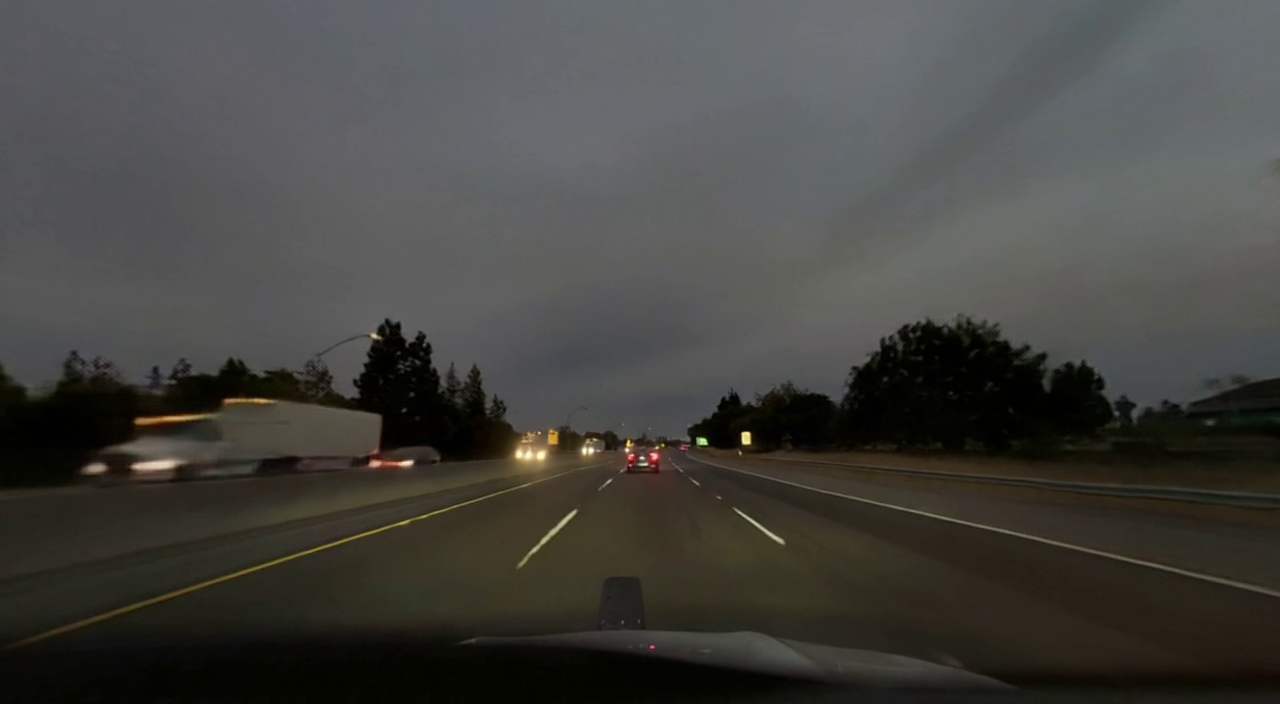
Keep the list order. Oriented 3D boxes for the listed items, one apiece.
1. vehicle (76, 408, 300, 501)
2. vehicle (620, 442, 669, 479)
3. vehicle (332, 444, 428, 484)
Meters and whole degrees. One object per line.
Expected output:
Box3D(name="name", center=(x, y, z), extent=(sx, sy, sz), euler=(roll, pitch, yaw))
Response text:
Box3D(name="vehicle", center=(-15.142, 3.546, 22.024), extent=(2.194, 2.676, 7.360), euler=(0, -9, 1))
Box3D(name="vehicle", center=(0.261, 5.239, 30.746), extent=(2.231, 1.652, 4.503), euler=(0, -9, 1))
Box3D(name="vehicle", center=(-11.100, 4.810, 27.324), extent=(2.000, 1.544, 4.908), euler=(0, -9, 1))
